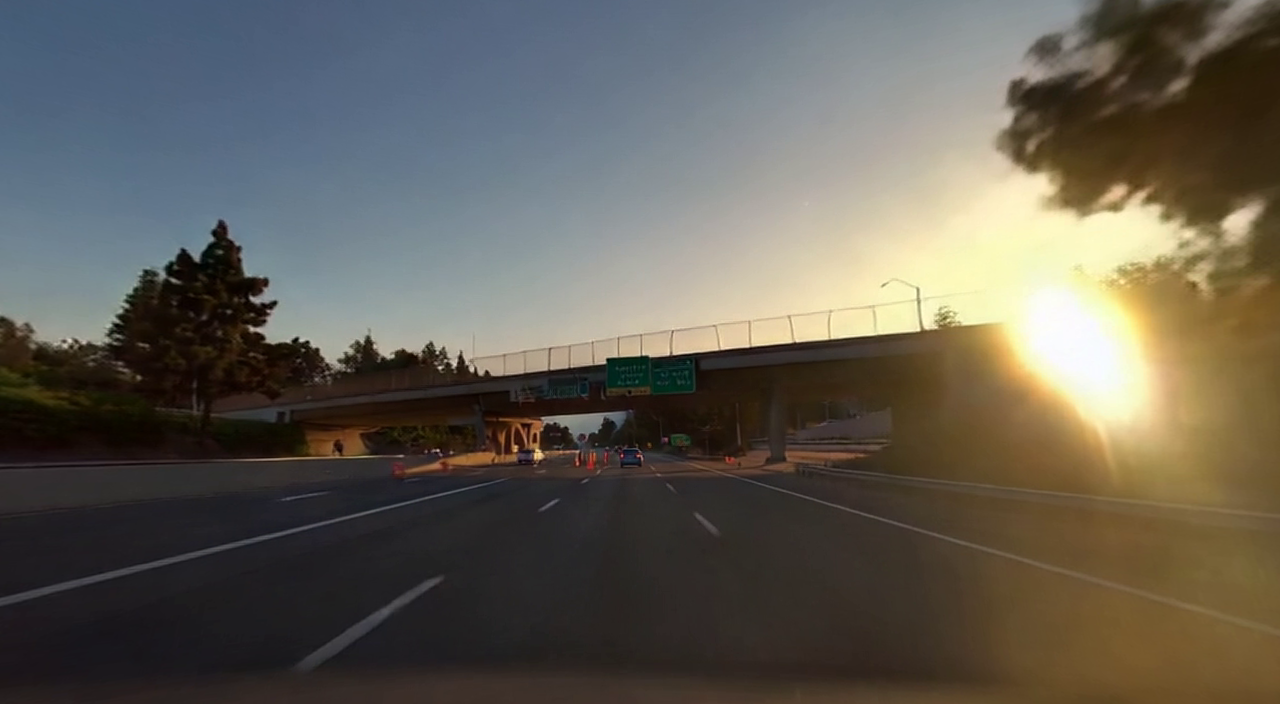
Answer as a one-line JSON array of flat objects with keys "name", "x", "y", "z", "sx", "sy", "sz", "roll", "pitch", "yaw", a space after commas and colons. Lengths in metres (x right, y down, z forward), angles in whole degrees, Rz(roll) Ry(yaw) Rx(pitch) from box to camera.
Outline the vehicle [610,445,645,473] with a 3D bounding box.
[{"name": "vehicle", "x": -0.775, "y": 6.643, "z": 39.528, "sx": 2.109, "sy": 1.638, "sz": 3.856, "roll": 0, "pitch": -9, "yaw": -1}]

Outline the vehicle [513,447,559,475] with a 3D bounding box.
[{"name": "vehicle", "x": -6.053, "y": 6.379, "z": 37.170, "sx": 1.997, "sy": 1.507, "sz": 4.248, "roll": 0, "pitch": -9, "yaw": -1}]
